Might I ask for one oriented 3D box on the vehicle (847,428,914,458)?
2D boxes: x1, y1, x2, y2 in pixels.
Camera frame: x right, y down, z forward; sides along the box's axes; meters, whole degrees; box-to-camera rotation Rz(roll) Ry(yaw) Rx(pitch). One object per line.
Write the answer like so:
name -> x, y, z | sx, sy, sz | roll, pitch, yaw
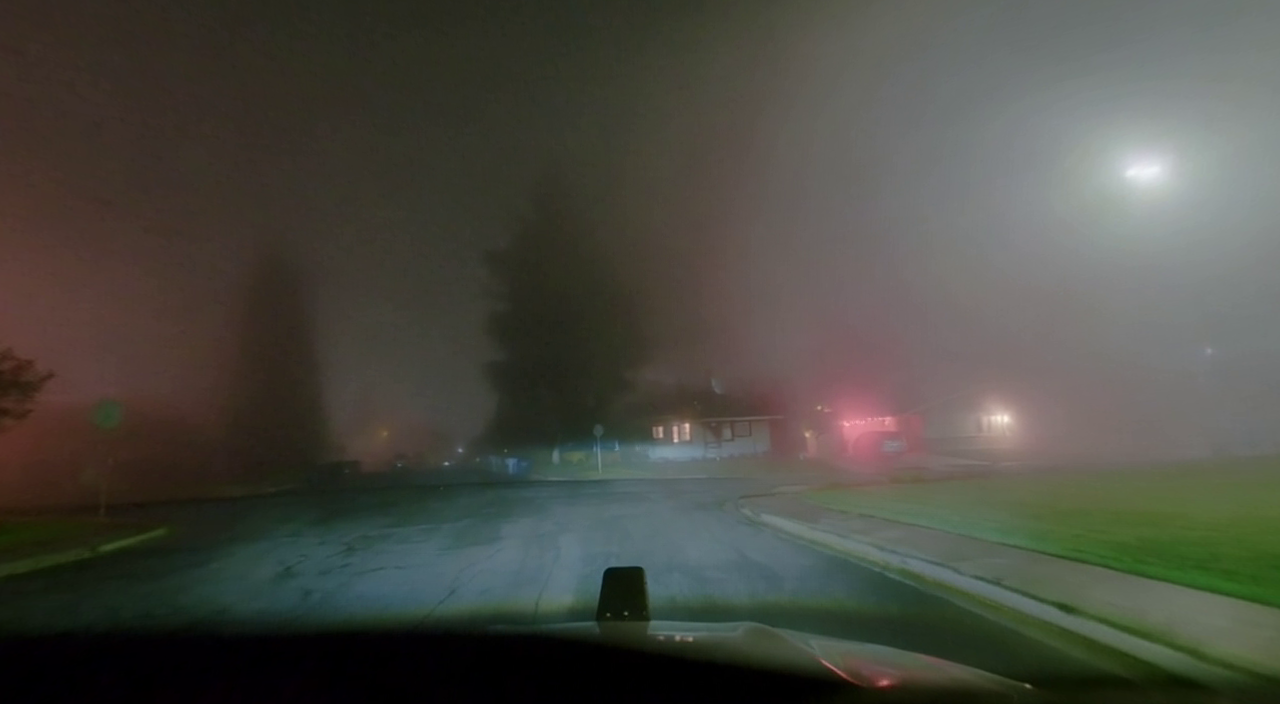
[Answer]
vehicle -> 15.360, 5.879, 40.644 | 1.992, 1.813, 5.079 | 0, -9, -4
